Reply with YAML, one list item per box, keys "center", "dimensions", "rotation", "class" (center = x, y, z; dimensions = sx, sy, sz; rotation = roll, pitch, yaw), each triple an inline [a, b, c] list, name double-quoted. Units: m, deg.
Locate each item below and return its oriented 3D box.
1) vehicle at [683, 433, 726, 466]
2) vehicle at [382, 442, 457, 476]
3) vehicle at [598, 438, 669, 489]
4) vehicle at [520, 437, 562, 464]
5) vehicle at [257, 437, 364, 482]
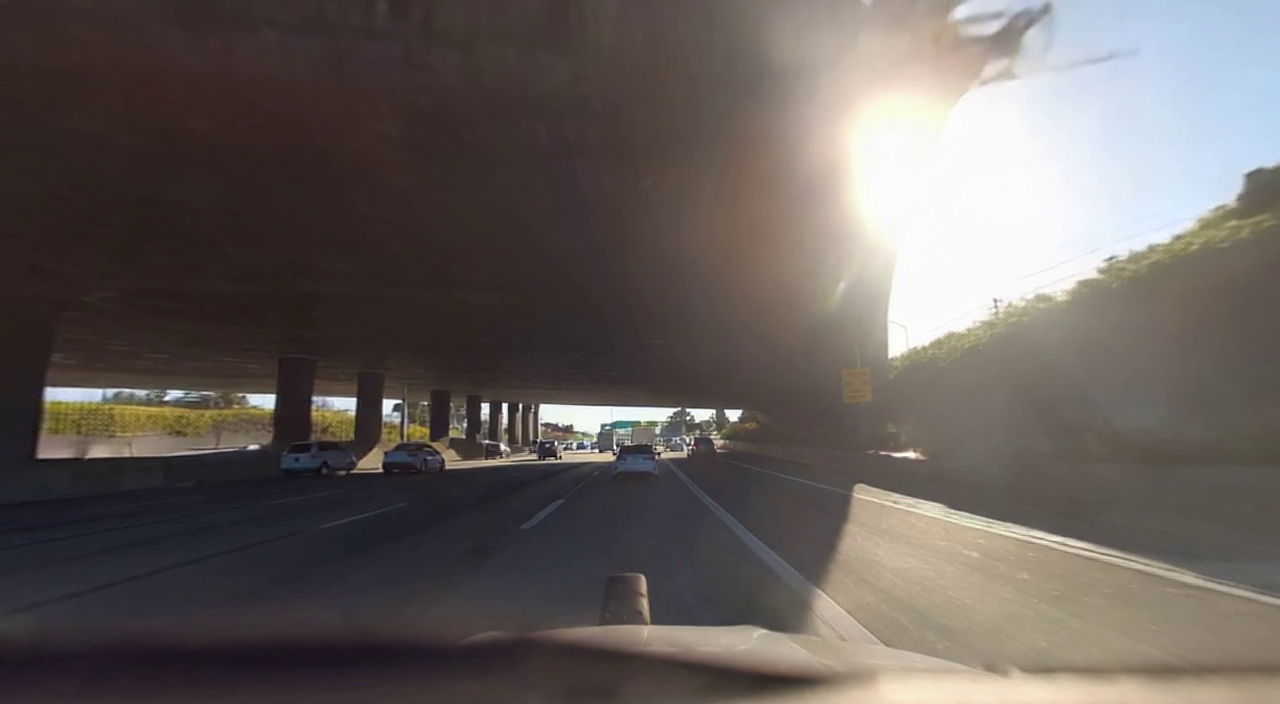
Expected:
- center: [3.678, 5.622, 36.581]
  dimensions: [2.001, 1.771, 4.250]
  rotation: [0, -8, -1]
  class: "vehicle"
- center: [-10.391, 5.058, 30.109]
  dimensions: [1.961, 1.510, 4.260]
  rotation: [0, -8, 1]
  class: "vehicle"
- center: [-0.146, 3.555, 20.503]
  dimensions: [2.042, 1.446, 4.269]
  rotation: [0, -8, 1]
  class: "vehicle"
- center: [-6.521, 6.579, 42.146]
  dimensions: [2.060, 1.669, 4.242]
  rotation: [0, -8, 1]
  class: "vehicle"
- center: [-13.667, 4.487, 26.534]
  dimensions: [2.045, 1.712, 4.457]
  rotation: [0, -8, 1]
  class: "vehicle"
